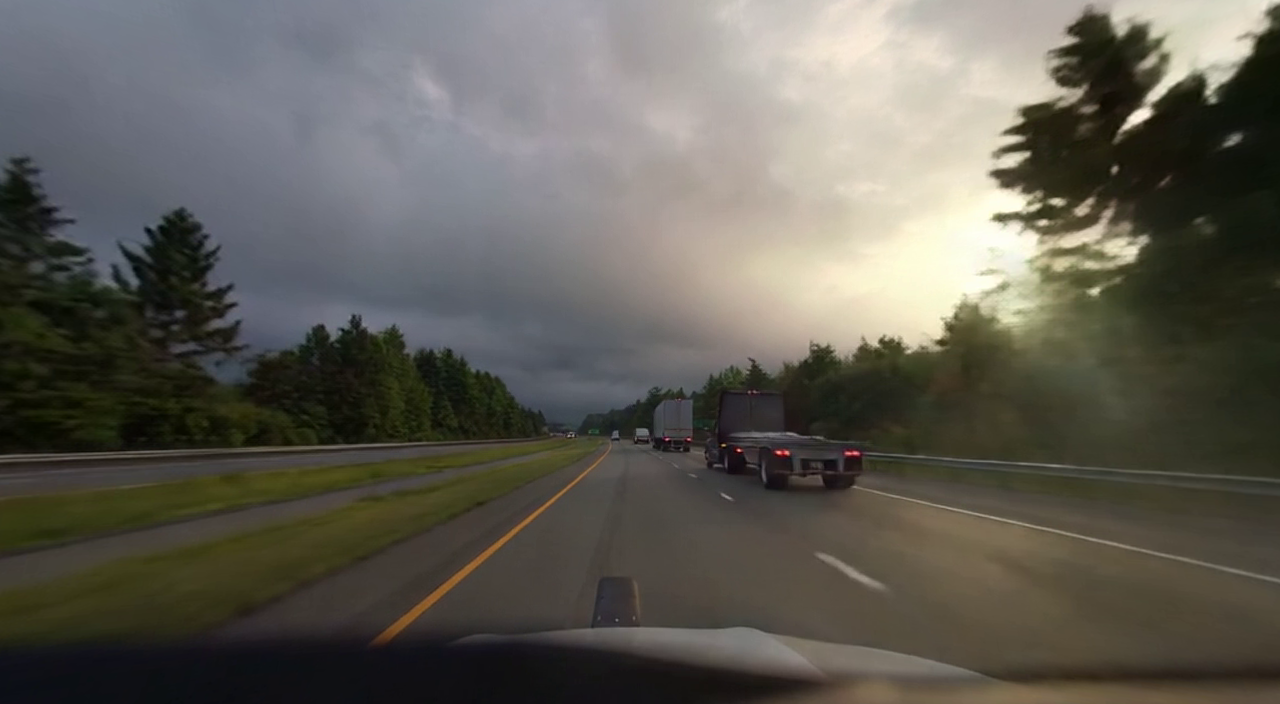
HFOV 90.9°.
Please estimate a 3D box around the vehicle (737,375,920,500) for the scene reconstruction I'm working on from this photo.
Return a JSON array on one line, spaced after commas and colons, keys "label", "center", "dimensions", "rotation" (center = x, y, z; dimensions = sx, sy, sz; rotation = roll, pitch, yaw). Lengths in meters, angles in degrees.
[{"label": "vehicle", "center": [4.619, 2.274, 17.001], "dimensions": [2.741, 2.716, 6.323], "rotation": [0, -8, -2]}]
